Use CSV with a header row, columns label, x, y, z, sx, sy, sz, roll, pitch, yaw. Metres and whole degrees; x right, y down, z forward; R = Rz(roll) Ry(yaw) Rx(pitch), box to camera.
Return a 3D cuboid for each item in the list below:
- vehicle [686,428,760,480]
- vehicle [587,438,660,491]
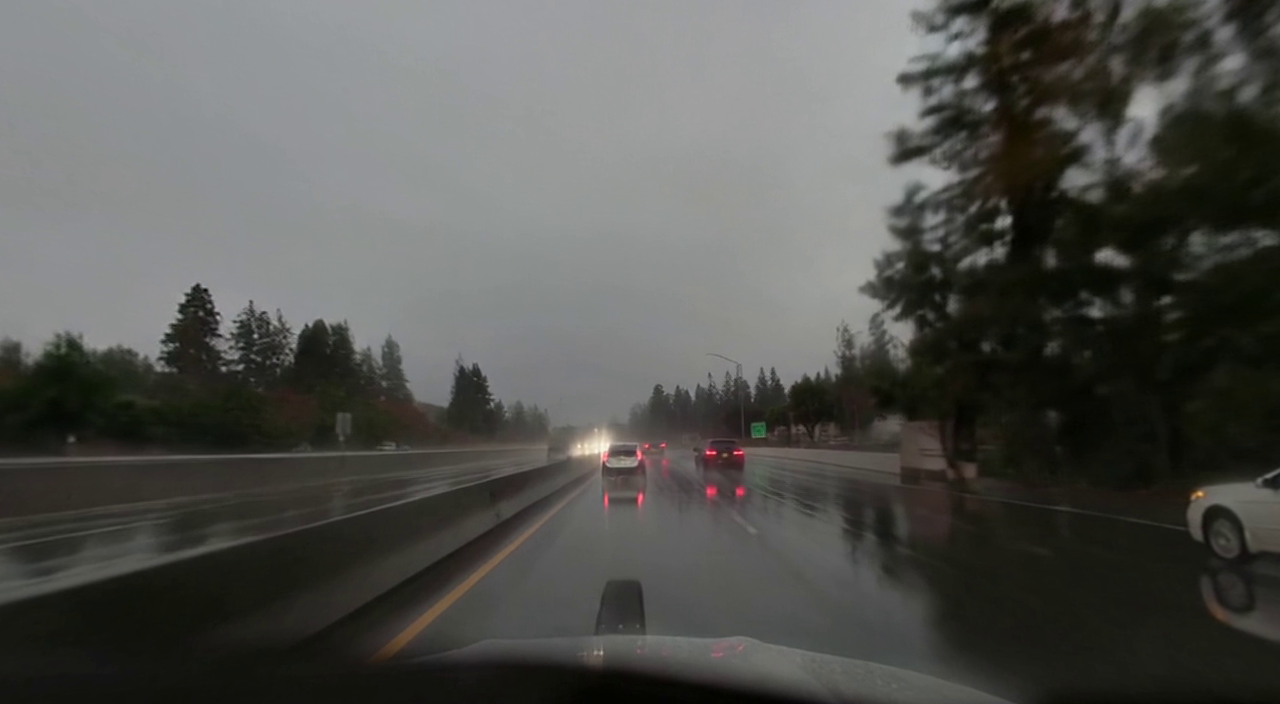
label,x,y,z,sx,sy,sz,roll,pitch,yaw
vehicle,3.181,4.043,25.254,2.186,1.842,4.553,0,-8,-2
vehicle,-0.457,3.417,19.537,2.040,1.451,3.736,0,-8,0
